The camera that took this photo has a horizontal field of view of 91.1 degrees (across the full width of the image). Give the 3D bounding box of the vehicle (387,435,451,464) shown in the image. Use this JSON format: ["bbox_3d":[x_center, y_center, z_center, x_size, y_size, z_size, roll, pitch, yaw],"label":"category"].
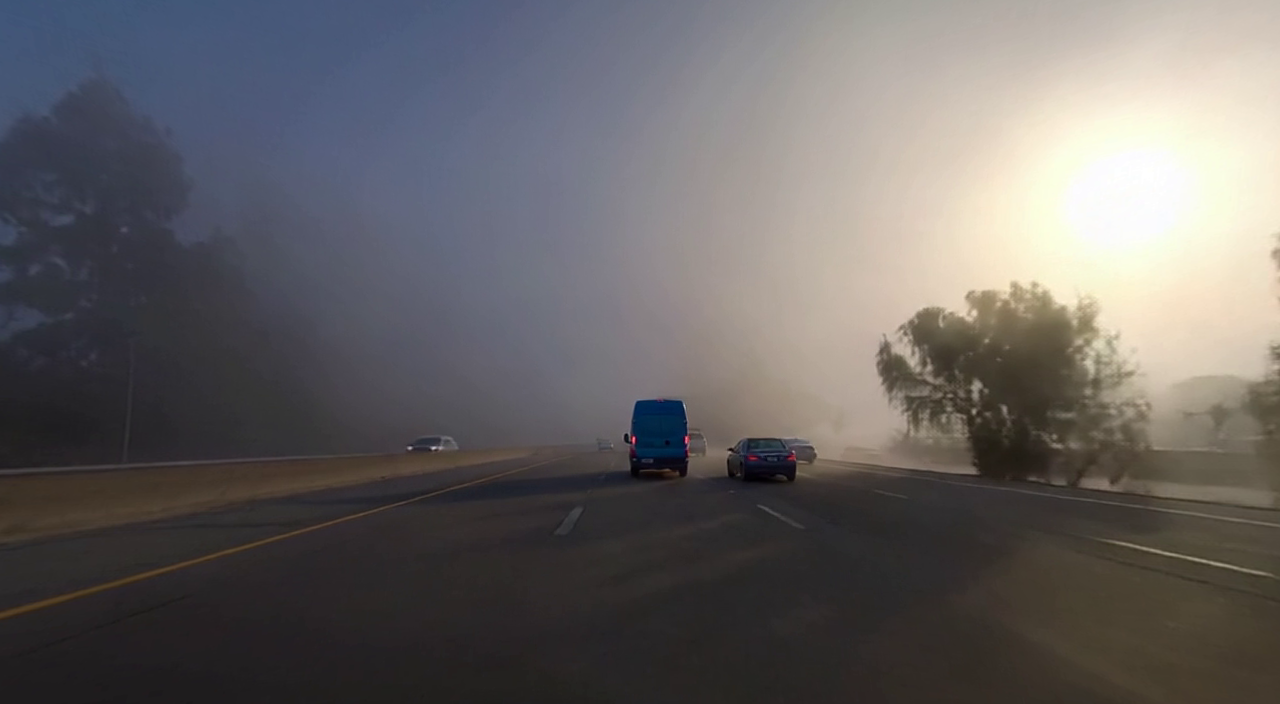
[{"bbox_3d":[-13.231,5.865,37.910,2.055,1.604,4.852,0,-8,0],"label":"vehicle"}]

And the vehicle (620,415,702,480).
[{"bbox_3d":[0.589,3.476,23.067,2.546,2.087,5.404,0,-8,-3],"label":"vehicle"}]

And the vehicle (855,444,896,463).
[{"bbox_3d":[17.541,7.558,46.942,1.670,1.402,3.595,0,-8,-1],"label":"vehicle"}]

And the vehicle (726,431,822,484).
[{"bbox_3d":[4.125,3.311,20.063,2.099,1.510,3.784,0,-8,-2],"label":"vehicle"}]
